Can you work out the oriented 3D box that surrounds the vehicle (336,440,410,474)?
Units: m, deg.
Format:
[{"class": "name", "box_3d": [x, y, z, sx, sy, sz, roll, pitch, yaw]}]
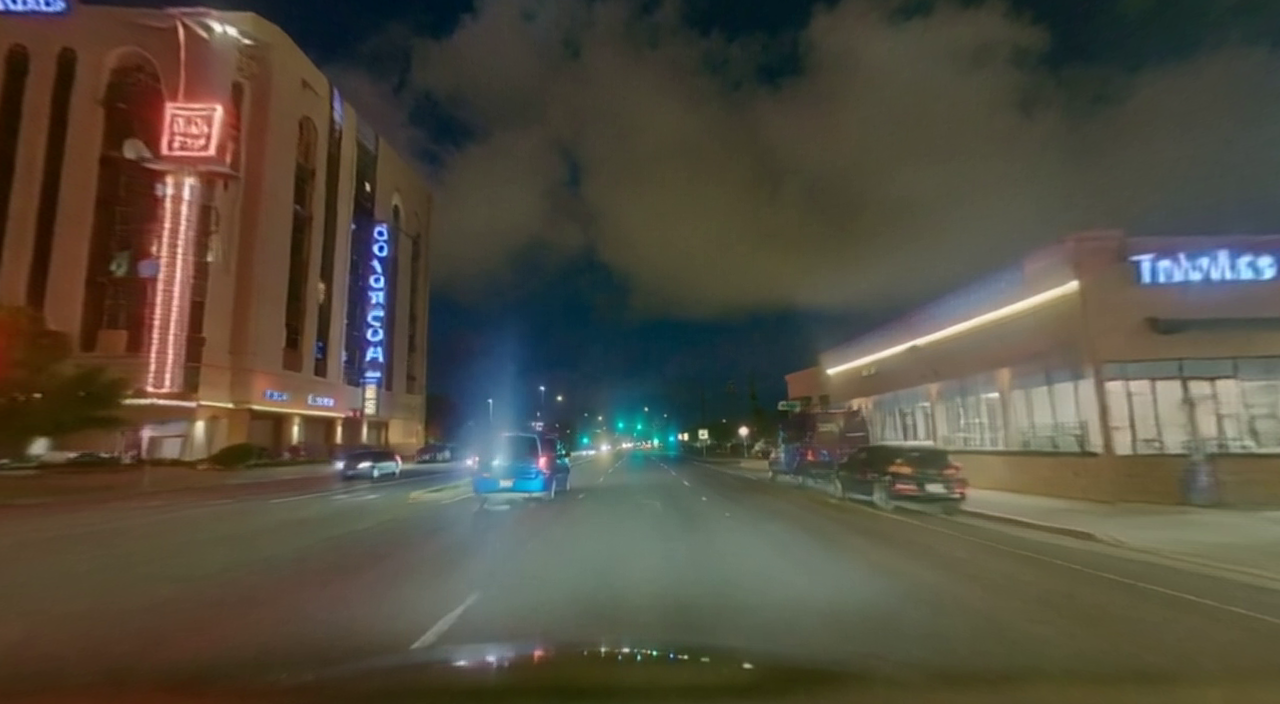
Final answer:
[{"class": "vehicle", "box_3d": [-14.488, 5.731, 34.461, 1.993, 1.710, 4.520, 0, -8, 1]}]

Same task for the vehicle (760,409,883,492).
[{"class": "vehicle", "box_3d": [6.255, 3.523, 22.757, 2.642, 2.582, 6.157, 0, -8, 1]}]

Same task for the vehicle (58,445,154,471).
[{"class": "vehicle", "box_3d": [-33.583, 6.647, 39.814, 1.794, 1.478, 4.992, 0, -8, -2]}]

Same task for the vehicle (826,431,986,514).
[{"class": "vehicle", "box_3d": [6.426, 2.942, 15.964, 1.942, 1.753, 4.912, 0, -8, 1]}]

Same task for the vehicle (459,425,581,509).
[{"class": "vehicle", "box_3d": [-2.652, 2.666, 14.942, 2.080, 1.722, 3.766, 0, -8, 1]}]
